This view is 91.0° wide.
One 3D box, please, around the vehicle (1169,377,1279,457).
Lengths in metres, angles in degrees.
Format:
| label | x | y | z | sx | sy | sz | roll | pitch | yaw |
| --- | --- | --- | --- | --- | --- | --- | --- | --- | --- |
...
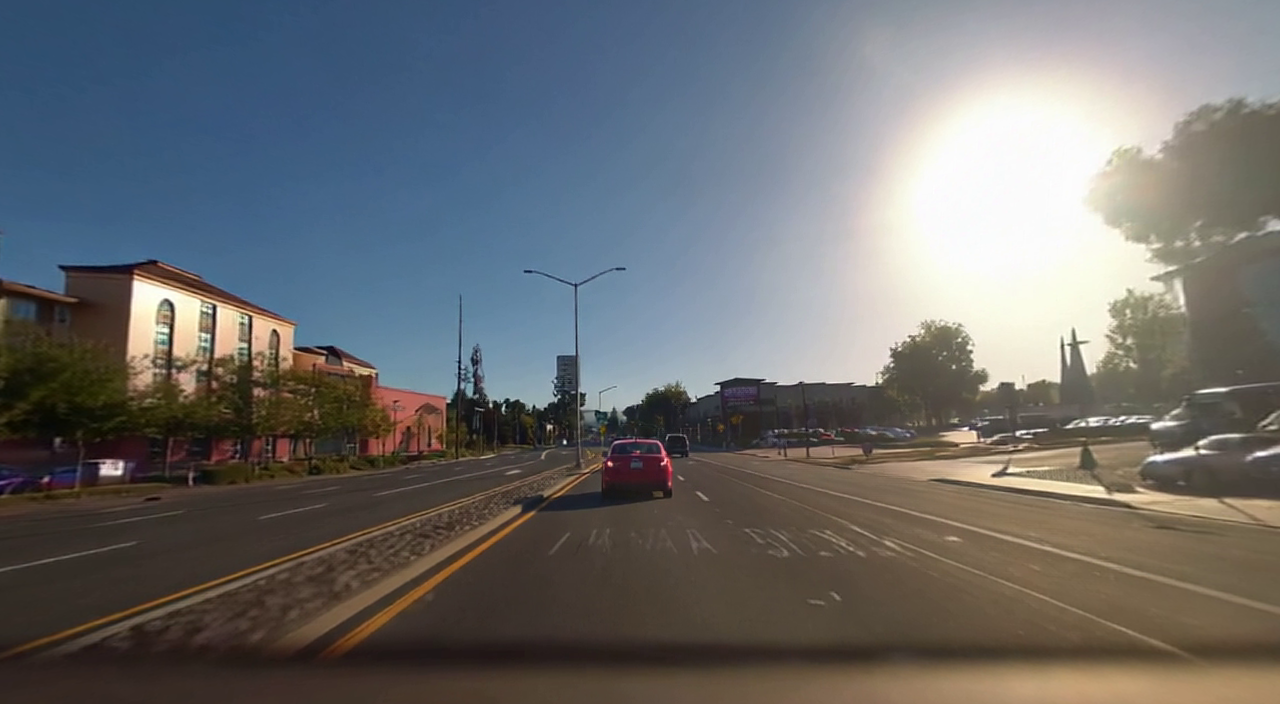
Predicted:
| label | x | y | z | sx | sy | sz | roll | pitch | yaw |
| --- | --- | --- | --- | --- | --- | --- | --- | --- | --- |
| vehicle | 24.382 | 2.598 | 24.449 | 2.170 | 2.875 | 5.941 | 1 | -9 | -3 |

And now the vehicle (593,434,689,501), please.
| label | x | y | z | sx | sy | sz | roll | pitch | yaw |
| --- | --- | --- | --- | --- | --- | --- | --- | --- | --- |
| vehicle | -0.009 | 2.858 | 16.028 | 2.126 | 1.475 | 3.967 | 0 | -8 | -1 |

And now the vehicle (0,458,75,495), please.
| label | x | y | z | sx | sy | sz | roll | pitch | yaw |
| --- | --- | --- | --- | --- | --- | --- | --- | --- | --- |
| vehicle | -27.864 | 5.436 | 27.603 | 4.209 | 1.497 | 1.913 | 0 | -9 | 0 |

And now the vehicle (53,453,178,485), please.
| label | x | y | z | sx | sy | sz | roll | pitch | yaw |
| --- | --- | --- | --- | --- | --- | --- | --- | --- | --- |
| vehicle | -27.709 | 6.161 | 33.372 | 4.665 | 1.578 | 2.051 | 0 | -8 | -3 |
